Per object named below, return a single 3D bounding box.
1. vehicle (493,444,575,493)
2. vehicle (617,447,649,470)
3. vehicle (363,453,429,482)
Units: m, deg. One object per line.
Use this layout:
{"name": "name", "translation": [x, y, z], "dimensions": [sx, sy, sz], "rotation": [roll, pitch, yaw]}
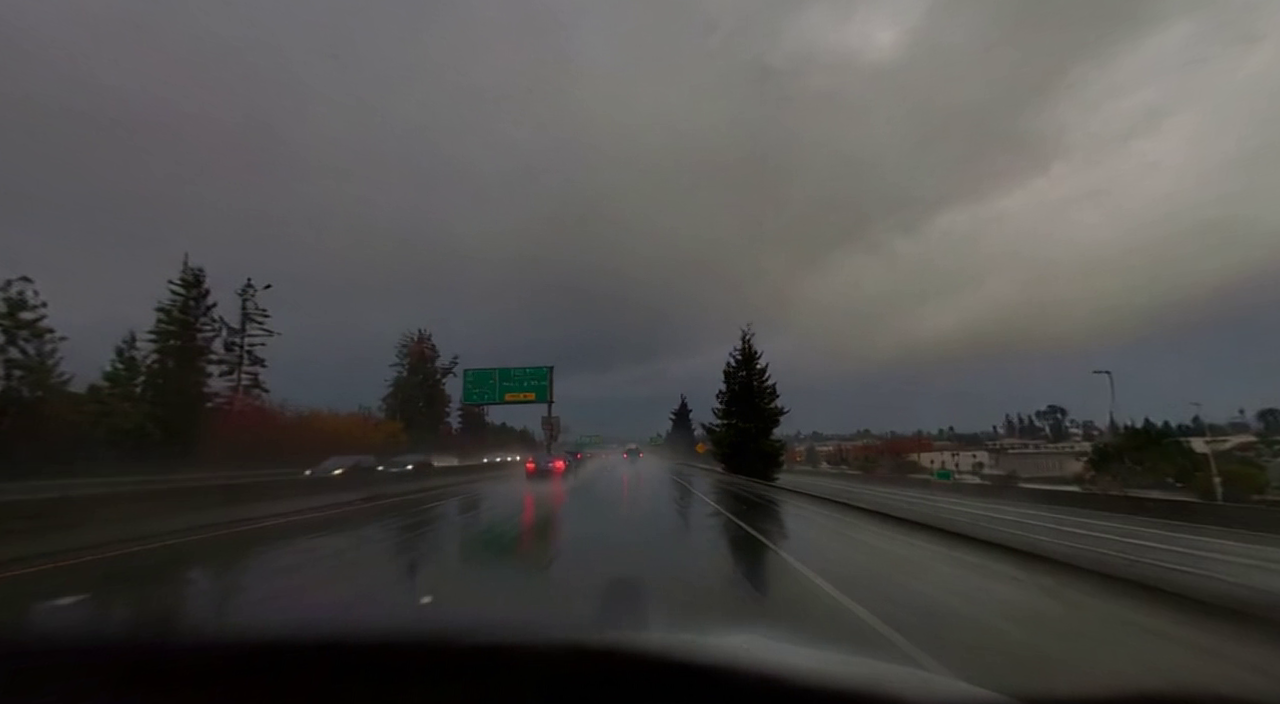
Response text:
{"name": "vehicle", "translation": [-3.609, 4.037, 22.321], "dimensions": [2.067, 1.509, 4.551], "rotation": [0, -8, 1]}
{"name": "vehicle", "translation": [-0.519, 7.387, 44.073], "dimensions": [2.100, 1.471, 3.956], "rotation": [0, -8, -1]}
{"name": "vehicle", "translation": [-13.610, 6.447, 35.459], "dimensions": [1.854, 1.459, 4.565], "rotation": [0, -8, 0]}
